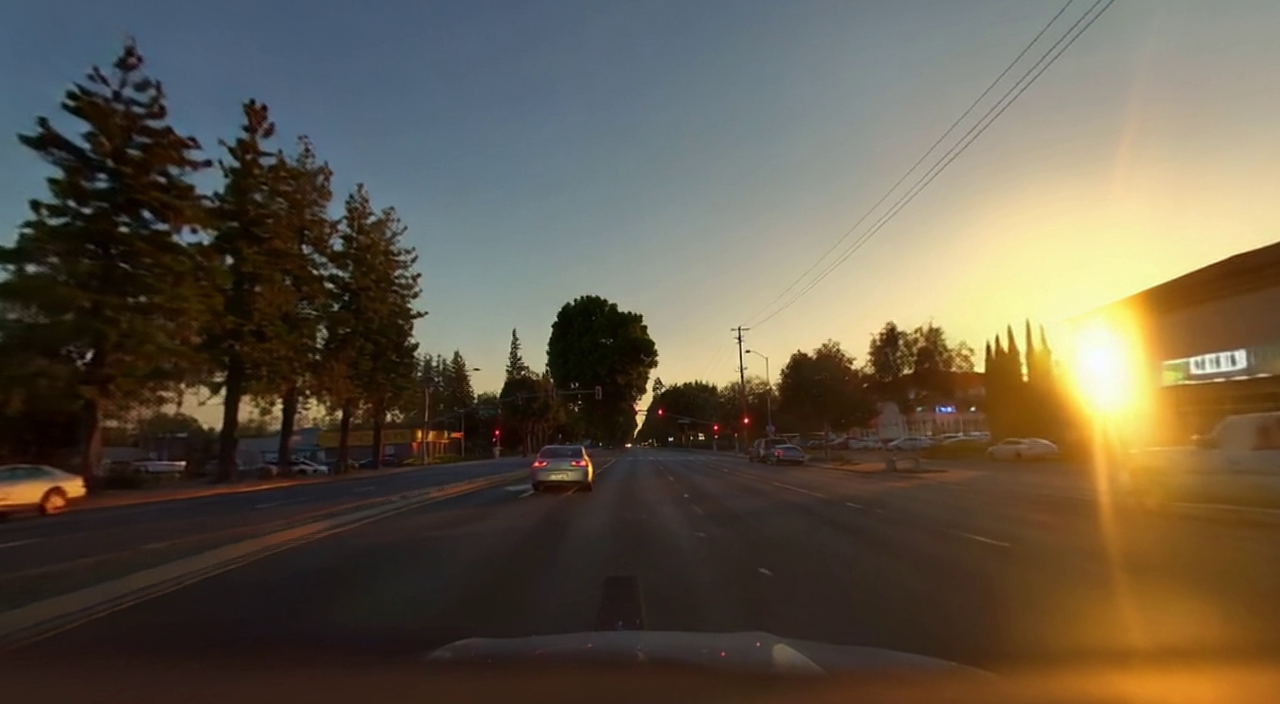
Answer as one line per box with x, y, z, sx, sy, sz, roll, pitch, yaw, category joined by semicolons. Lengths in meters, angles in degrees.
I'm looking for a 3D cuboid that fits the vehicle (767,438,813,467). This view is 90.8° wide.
10.356;6.973;43.920;1.998;1.862;4.658;0;-8;0;vehicle

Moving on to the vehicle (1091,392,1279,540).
10.355;1.753;9.878;2.266;2.118;5.742;0;-8;-1;vehicle

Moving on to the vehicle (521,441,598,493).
-2.464;3.638;20.318;2.185;1.473;3.925;0;-8;-3;vehicle

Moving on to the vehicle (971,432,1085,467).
19.986;5.030;32.651;4.729;1.706;1.922;-7;-11;37;vehicle
